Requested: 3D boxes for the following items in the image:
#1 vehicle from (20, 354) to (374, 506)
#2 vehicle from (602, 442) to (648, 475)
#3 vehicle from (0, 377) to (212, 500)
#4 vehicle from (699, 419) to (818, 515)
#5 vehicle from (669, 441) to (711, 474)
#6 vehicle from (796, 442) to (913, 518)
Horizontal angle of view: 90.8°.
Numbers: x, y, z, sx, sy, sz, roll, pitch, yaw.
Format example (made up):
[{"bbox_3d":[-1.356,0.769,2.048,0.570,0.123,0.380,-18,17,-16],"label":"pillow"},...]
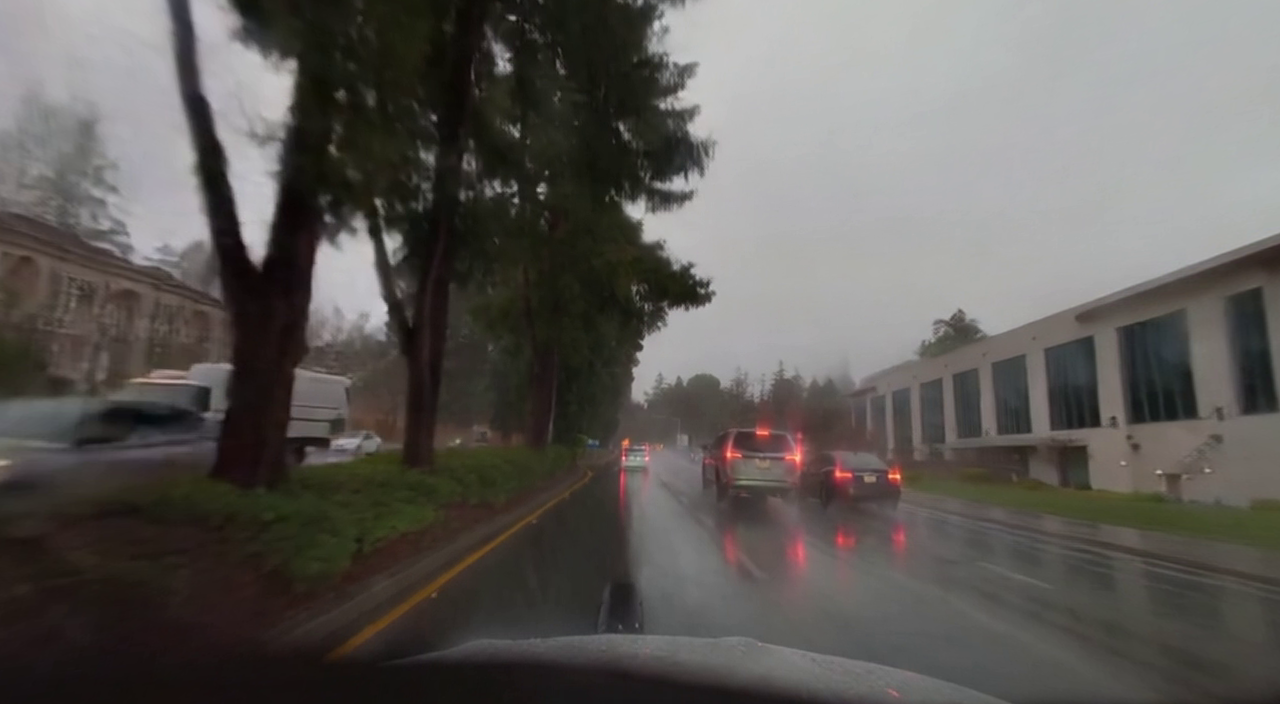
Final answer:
[{"bbox_3d":[-11.557,2.099,18.539,2.947,3.206,10.111,0,-5,1],"label":"vehicle"},{"bbox_3d":[-0.693,5.136,30.648,2.119,1.460,3.847,0,-9,0],"label":"vehicle"},{"bbox_3d":[-8.962,1.325,9.491,1.981,1.514,4.323,0,-9,0],"label":"vehicle"},{"bbox_3d":[2.813,2.823,15.924,2.035,1.940,4.299,3,-9,-1],"label":"vehicle"},{"bbox_3d":[2.781,5.948,35.852,1.922,1.708,4.126,0,-9,-2],"label":"vehicle"},{"bbox_3d":[6.277,3.738,19.031,1.913,1.777,4.269,7,-9,0],"label":"vehicle"}]
